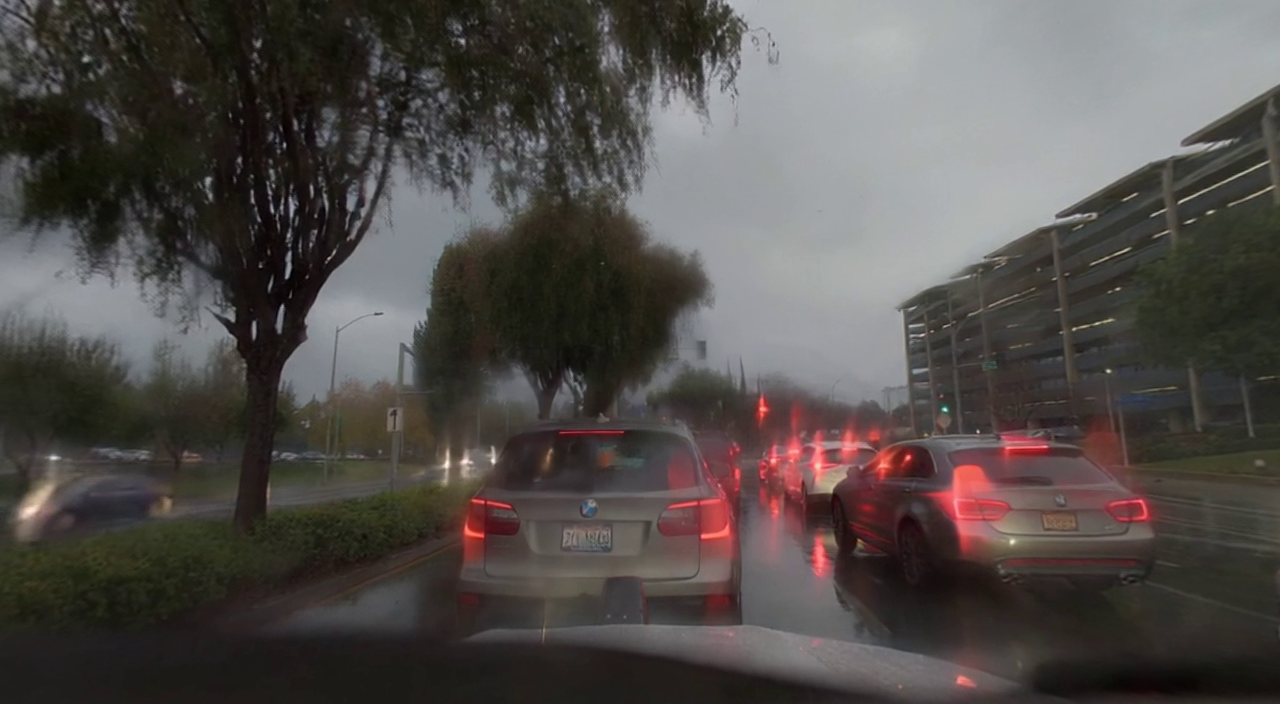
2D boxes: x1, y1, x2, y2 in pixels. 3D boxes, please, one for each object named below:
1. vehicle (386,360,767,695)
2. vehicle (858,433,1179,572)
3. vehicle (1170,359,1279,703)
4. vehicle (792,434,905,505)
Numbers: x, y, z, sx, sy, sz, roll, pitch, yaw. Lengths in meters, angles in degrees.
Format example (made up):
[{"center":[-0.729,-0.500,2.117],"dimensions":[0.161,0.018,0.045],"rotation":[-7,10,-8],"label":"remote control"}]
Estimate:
[{"center":[-0.210,1.233,5.556],"dimensions":[2.021,1.742,4.295],"rotation":[-1,-8,4],"label":"vehicle"},{"center":[4.896,1.970,9.167],"dimensions":[1.963,1.480,4.553],"rotation":[0,-8,2],"label":"vehicle"},{"center":[4.061,0.609,1.115],"dimensions":[1.993,1.719,4.953],"rotation":[0,-8,1],"label":"vehicle"},{"center":[5.330,3.032,16.714],"dimensions":[1.994,1.638,4.100],"rotation":[-1,-8,6],"label":"vehicle"}]
